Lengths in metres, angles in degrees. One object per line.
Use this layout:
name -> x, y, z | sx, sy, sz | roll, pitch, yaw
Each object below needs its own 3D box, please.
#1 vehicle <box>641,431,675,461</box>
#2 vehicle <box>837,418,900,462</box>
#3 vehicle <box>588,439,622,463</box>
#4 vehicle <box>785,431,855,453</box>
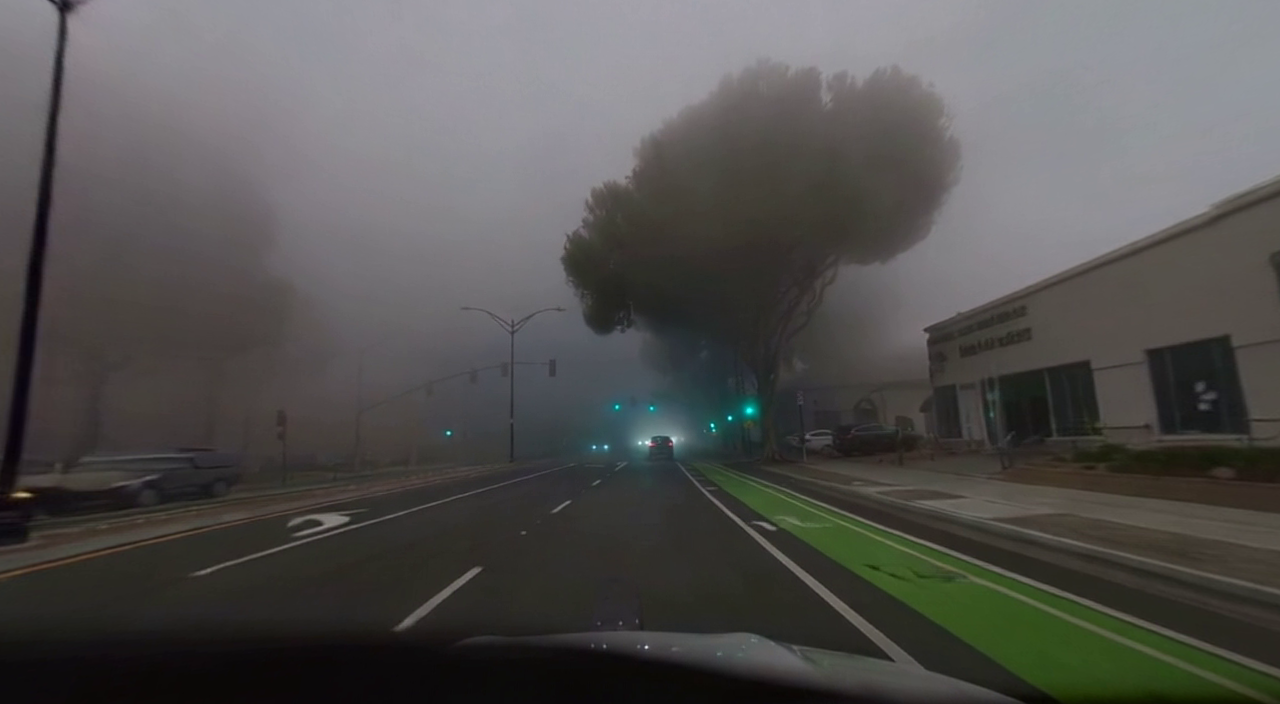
vehicle -> 1.217, 6.434, 43.378 | 2.206, 1.922, 4.262 | 0, -8, 1
vehicle -> 12.311, 4.800, 34.446 | 1.996, 2.172, 5.298 | -1, -8, 6
vehicle -> -2.313, 6.682, 42.718 | 1.969, 1.481, 3.868 | -1, -8, 2
vehicle -> 13.737, 6.897, 48.395 | 4.685, 1.554, 2.019 | -1, -8, 2
